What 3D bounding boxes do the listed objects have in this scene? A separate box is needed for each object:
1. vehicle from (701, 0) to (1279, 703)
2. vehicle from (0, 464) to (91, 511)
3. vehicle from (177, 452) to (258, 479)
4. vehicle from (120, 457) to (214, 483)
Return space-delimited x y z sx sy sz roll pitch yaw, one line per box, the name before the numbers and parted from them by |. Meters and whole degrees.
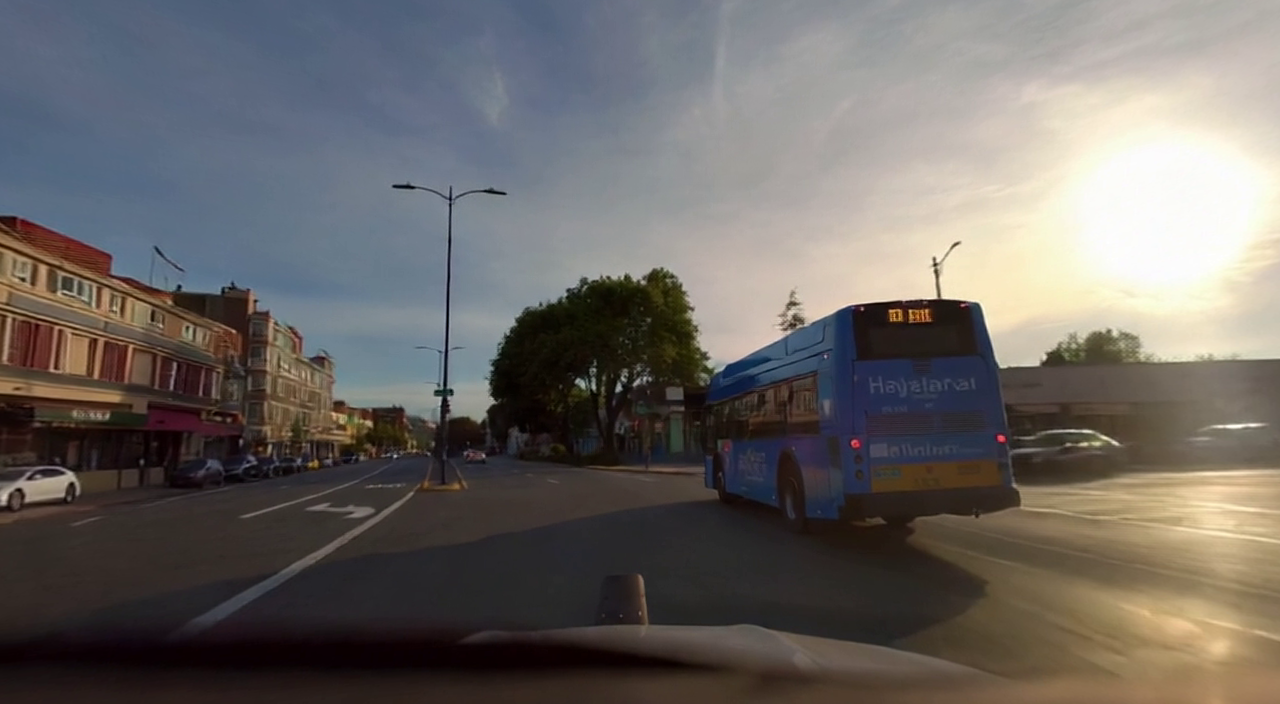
vehicle | 2.763 0.225 3.803 3.194 3.345 12.428 0 -8 -2
vehicle | -23.017 4.902 22.890 4.384 1.500 1.864 5 -10 -32
vehicle | -30.469 8.160 45.689 4.392 1.800 1.902 2 -8 -13
vehicle | -30.243 7.532 40.612 4.592 1.474 1.880 5 -9 -31
